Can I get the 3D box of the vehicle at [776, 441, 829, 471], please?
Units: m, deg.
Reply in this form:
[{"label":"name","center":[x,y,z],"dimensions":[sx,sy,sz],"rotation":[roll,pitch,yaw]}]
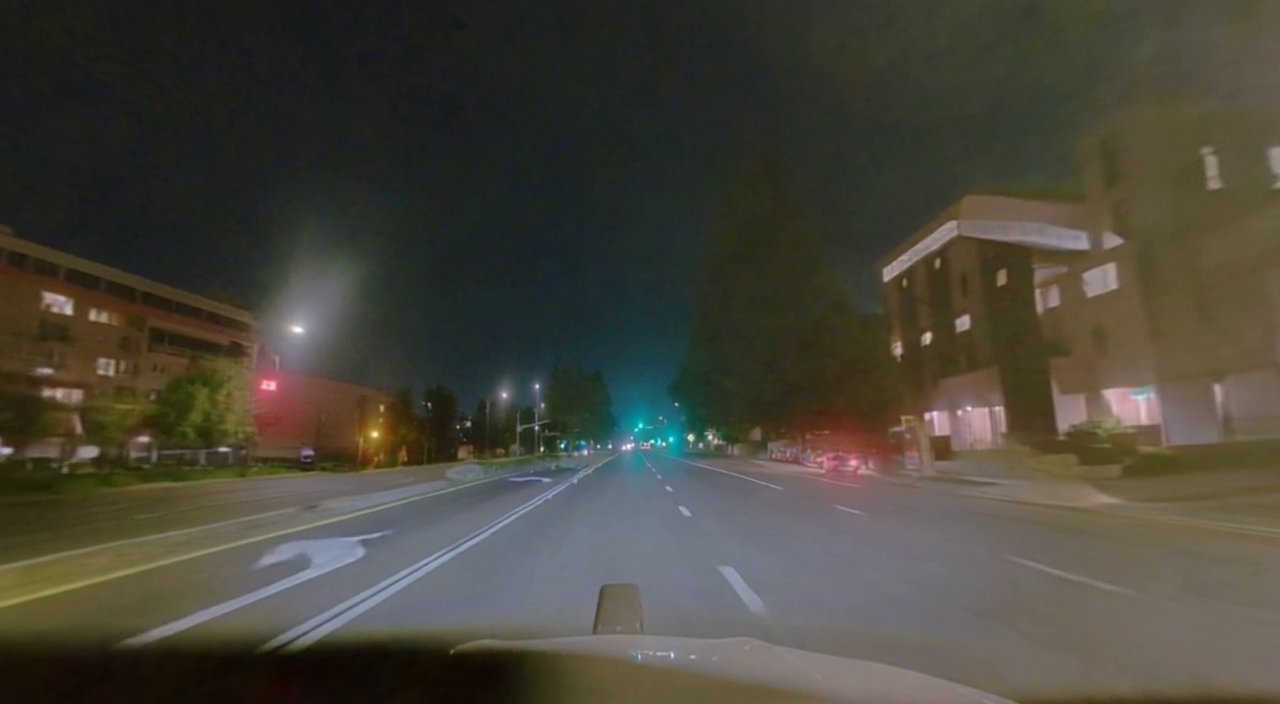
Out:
[{"label":"vehicle","center":[9.813,6.296,38.533],"dimensions":[2.044,1.705,4.668],"rotation":[0,-9,1]}]
